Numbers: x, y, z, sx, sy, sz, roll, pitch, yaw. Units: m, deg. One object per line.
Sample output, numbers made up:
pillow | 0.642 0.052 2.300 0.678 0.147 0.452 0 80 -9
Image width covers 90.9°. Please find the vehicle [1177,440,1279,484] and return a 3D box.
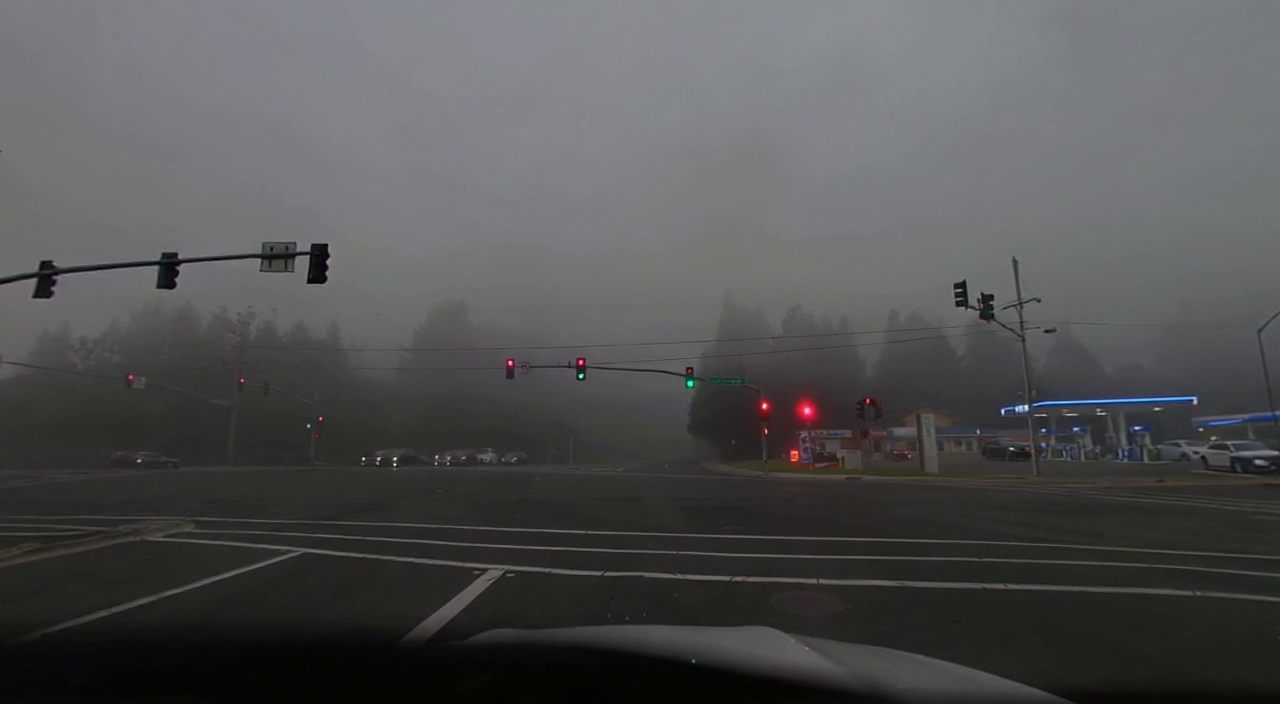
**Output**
vehicle | 22.088 3.782 21.835 4.716 1.455 2.060 -3 -9 17
